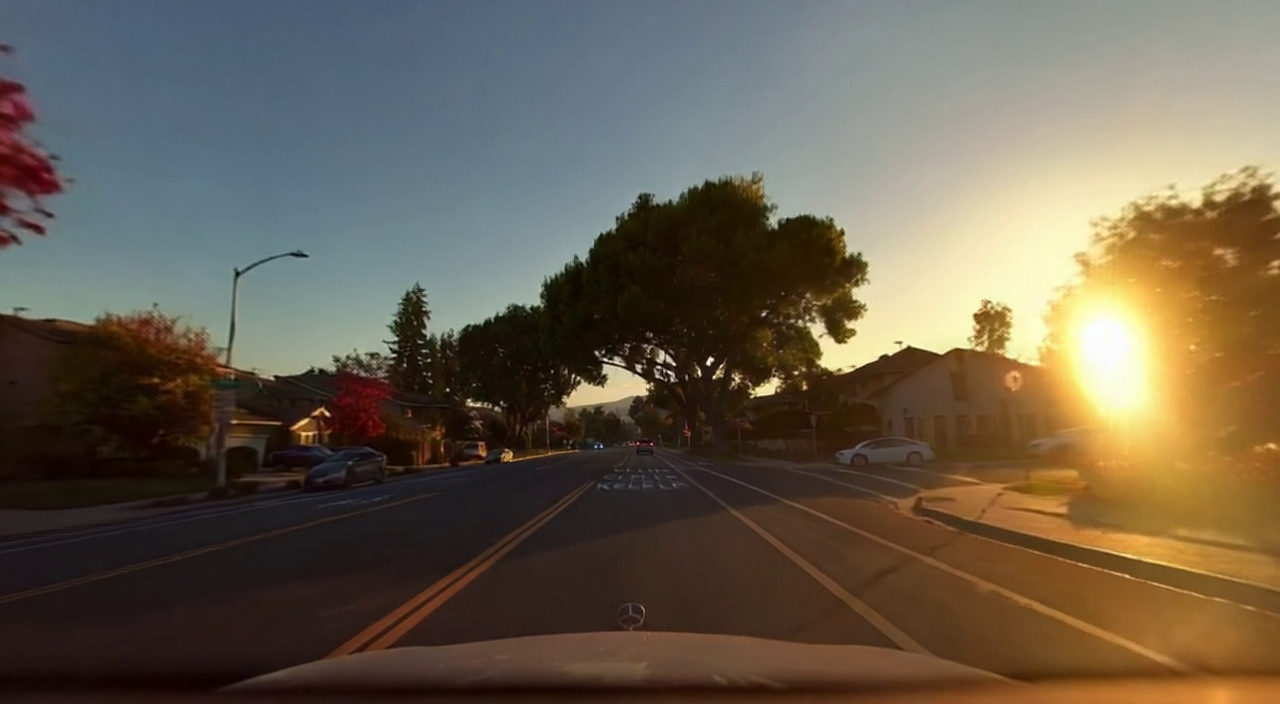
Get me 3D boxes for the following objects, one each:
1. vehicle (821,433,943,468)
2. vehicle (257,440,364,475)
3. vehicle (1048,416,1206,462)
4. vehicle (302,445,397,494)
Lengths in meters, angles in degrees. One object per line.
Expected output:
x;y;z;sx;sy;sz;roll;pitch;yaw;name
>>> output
10.923;4.505;28.873;4.818;1.525;2.163;-2;-8;9;vehicle
-19.652;6.285;37.804;4.969;1.995;2.462;0;-8;0;vehicle
20.842;3.778;27.199;4.754;1.844;2.272;-1;-8;5;vehicle
-12.501;5.036;27.435;1.965;1.653;4.488;-3;-6;1;vehicle
